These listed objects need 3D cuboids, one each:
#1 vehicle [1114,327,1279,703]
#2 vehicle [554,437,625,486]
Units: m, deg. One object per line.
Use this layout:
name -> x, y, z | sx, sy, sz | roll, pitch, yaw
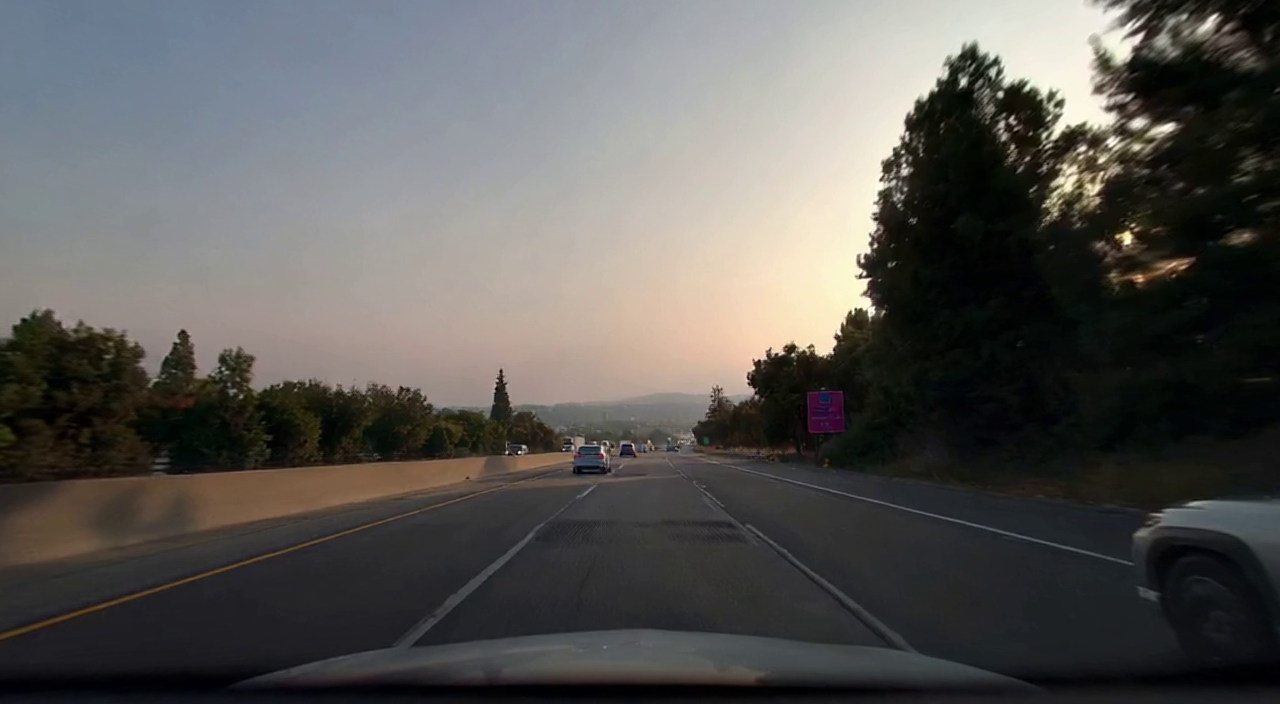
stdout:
vehicle -> 3.668, 0.557, 1.066 | 2.166, 1.756, 4.538 | 0, -9, 0
vehicle -> -1.790, 4.135, 24.068 | 2.231, 1.652, 4.503 | 0, -9, 2
